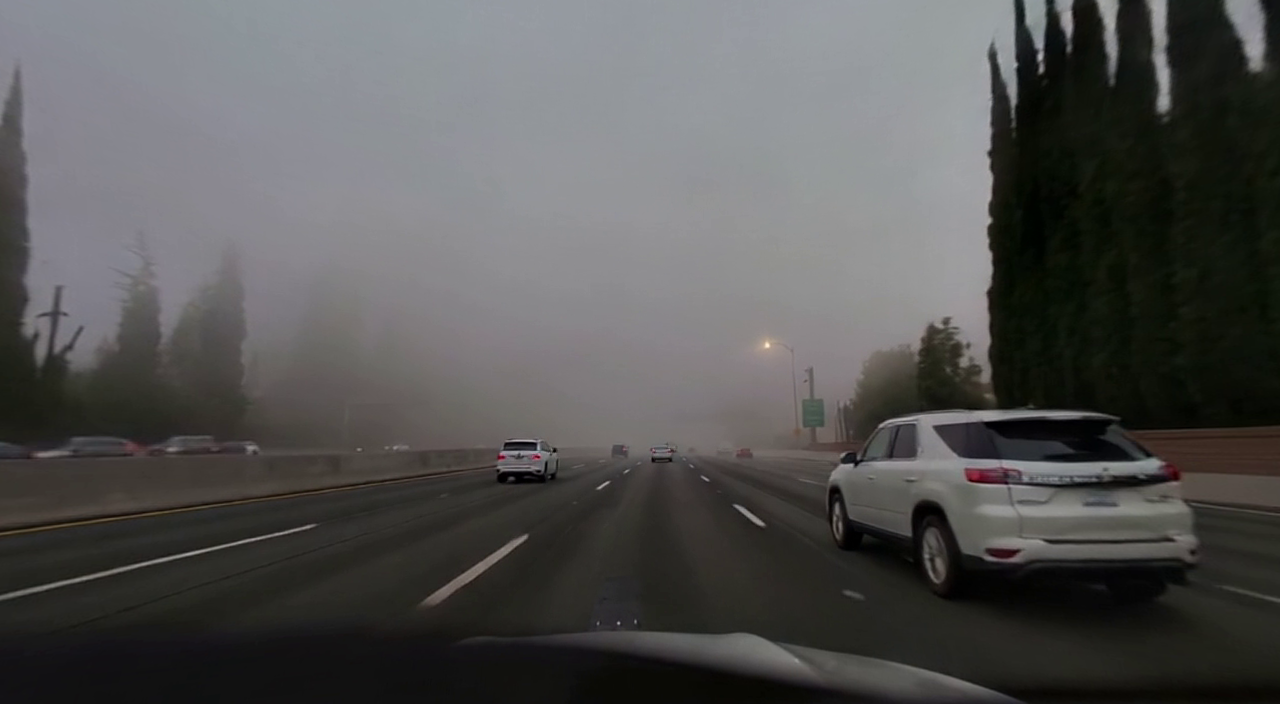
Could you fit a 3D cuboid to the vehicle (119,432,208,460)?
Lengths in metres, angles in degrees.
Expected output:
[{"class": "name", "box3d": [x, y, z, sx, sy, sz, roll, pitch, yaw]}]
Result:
[{"class": "vehicle", "box3d": [-29.207, 5.801, 39.001, 1.944, 1.634, 4.512, 0, -9, -1]}]

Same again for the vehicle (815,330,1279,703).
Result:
[{"class": "vehicle", "box3d": [3.461, 1.194, 5.310, 2.463, 1.851, 5.122, 0, -8, 0]}]

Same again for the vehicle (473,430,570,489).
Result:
[{"class": "vehicle", "box3d": [-3.705, 3.476, 20.669, 2.260, 1.706, 4.177, 0, -9, 2]}]

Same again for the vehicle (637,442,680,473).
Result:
[{"class": "vehicle", "box3d": [0.973, 5.518, 33.328, 2.146, 1.485, 4.332, 0, -8, 2]}]

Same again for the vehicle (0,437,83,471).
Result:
[{"class": "vehicle", "box3d": [-26.612, 4.413, 27.543, 1.534, 1.386, 3.430, 0, -8, -1]}]
